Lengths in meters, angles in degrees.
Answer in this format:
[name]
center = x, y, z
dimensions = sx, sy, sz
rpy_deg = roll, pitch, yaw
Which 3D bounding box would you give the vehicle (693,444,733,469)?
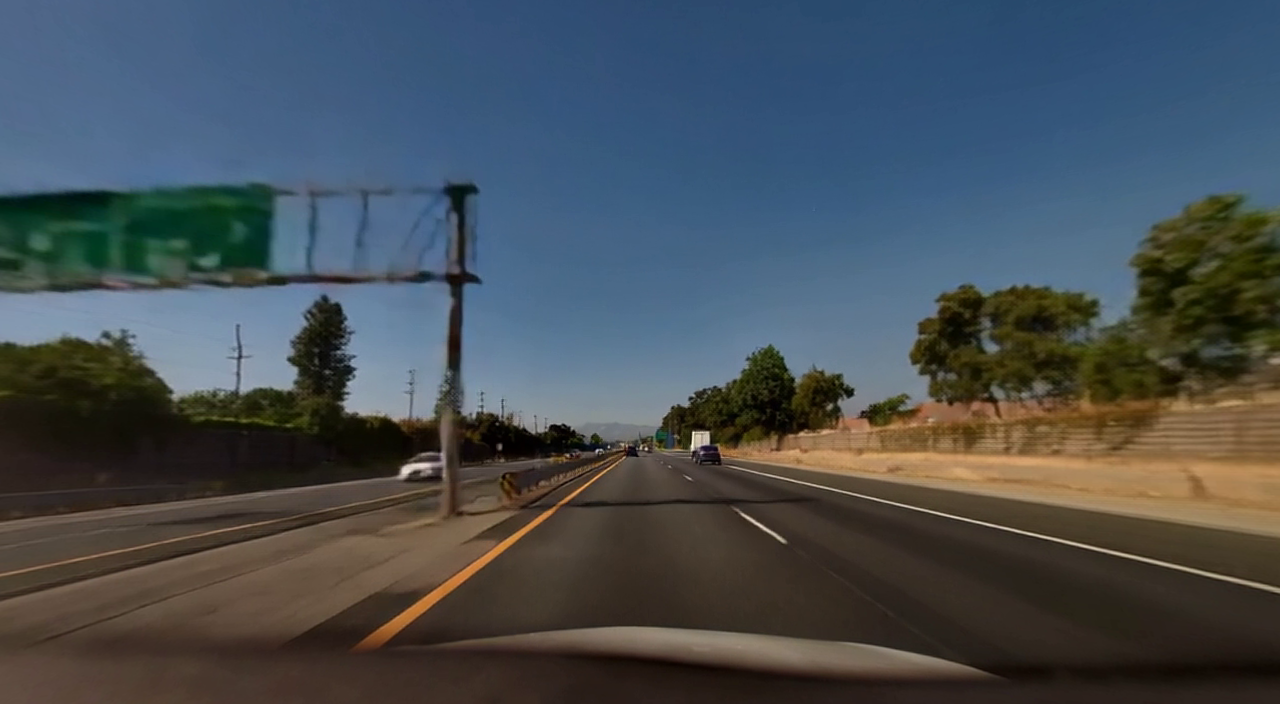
[vehicle]
center = 4.380, 6.377, 38.495
dimensions = 1.923, 1.408, 3.835
rpy_deg = 0, -9, -1
